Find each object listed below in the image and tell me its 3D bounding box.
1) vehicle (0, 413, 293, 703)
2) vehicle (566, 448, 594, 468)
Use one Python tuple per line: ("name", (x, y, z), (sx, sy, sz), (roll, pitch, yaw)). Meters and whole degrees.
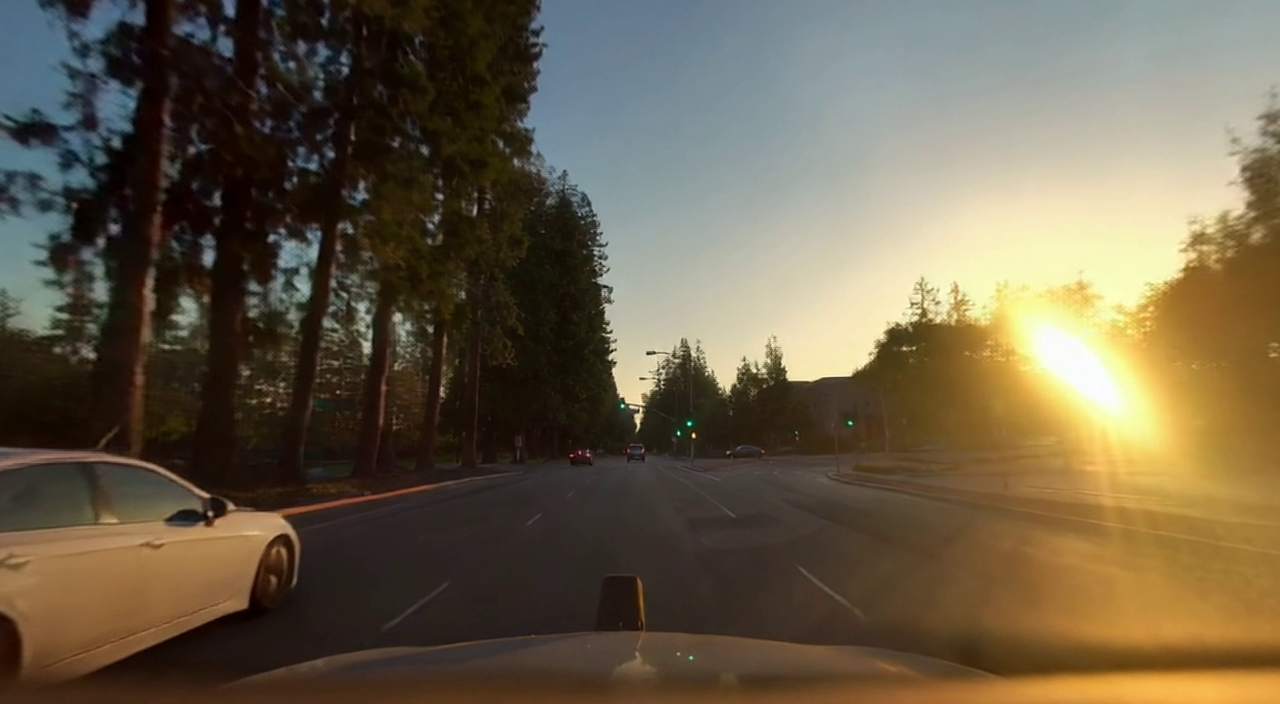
("vehicle", (-3.779, 1.011, 2.791), (1.968, 1.459, 4.433), (0, -8, 0))
("vehicle", (-4.527, 8.024, 47.860), (1.674, 1.408, 4.141), (0, -8, 1))
